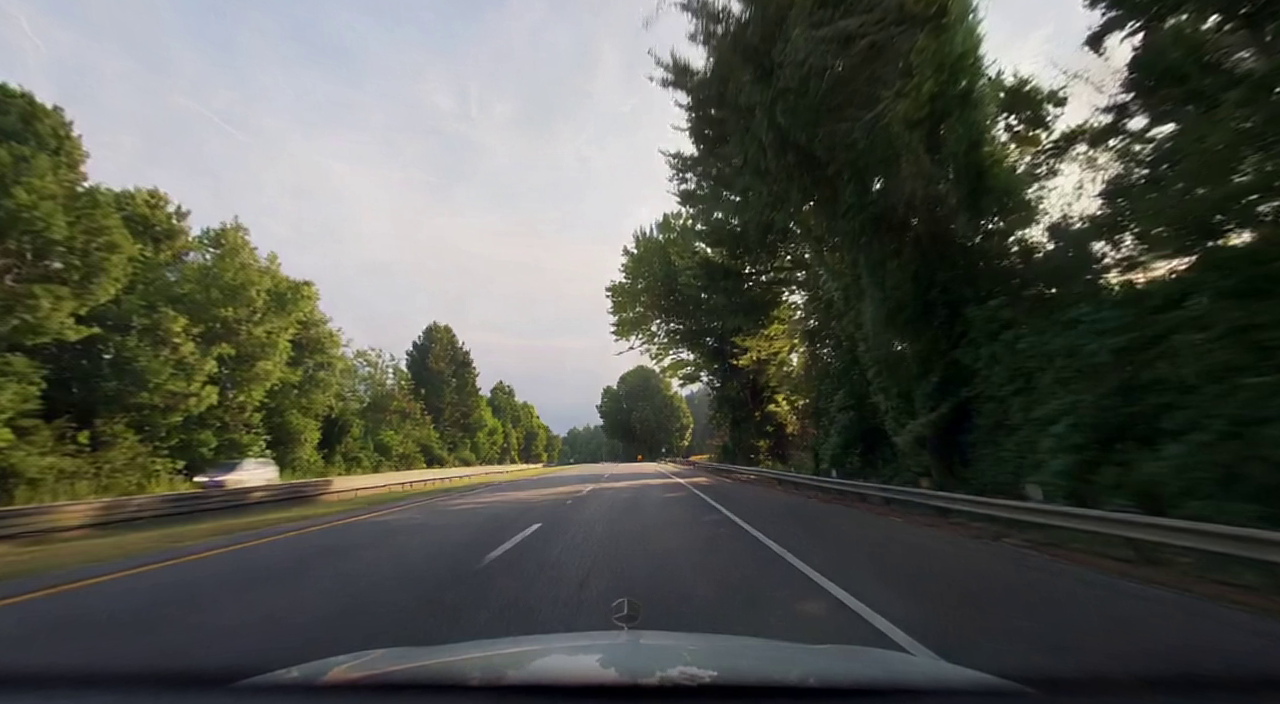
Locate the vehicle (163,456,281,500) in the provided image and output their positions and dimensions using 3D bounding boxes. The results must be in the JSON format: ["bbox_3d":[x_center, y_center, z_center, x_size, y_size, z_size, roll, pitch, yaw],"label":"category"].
[{"bbox_3d":[-17.502,5.275,26.694,1.952,1.622,4.412,0,-9,0],"label":"vehicle"}]
